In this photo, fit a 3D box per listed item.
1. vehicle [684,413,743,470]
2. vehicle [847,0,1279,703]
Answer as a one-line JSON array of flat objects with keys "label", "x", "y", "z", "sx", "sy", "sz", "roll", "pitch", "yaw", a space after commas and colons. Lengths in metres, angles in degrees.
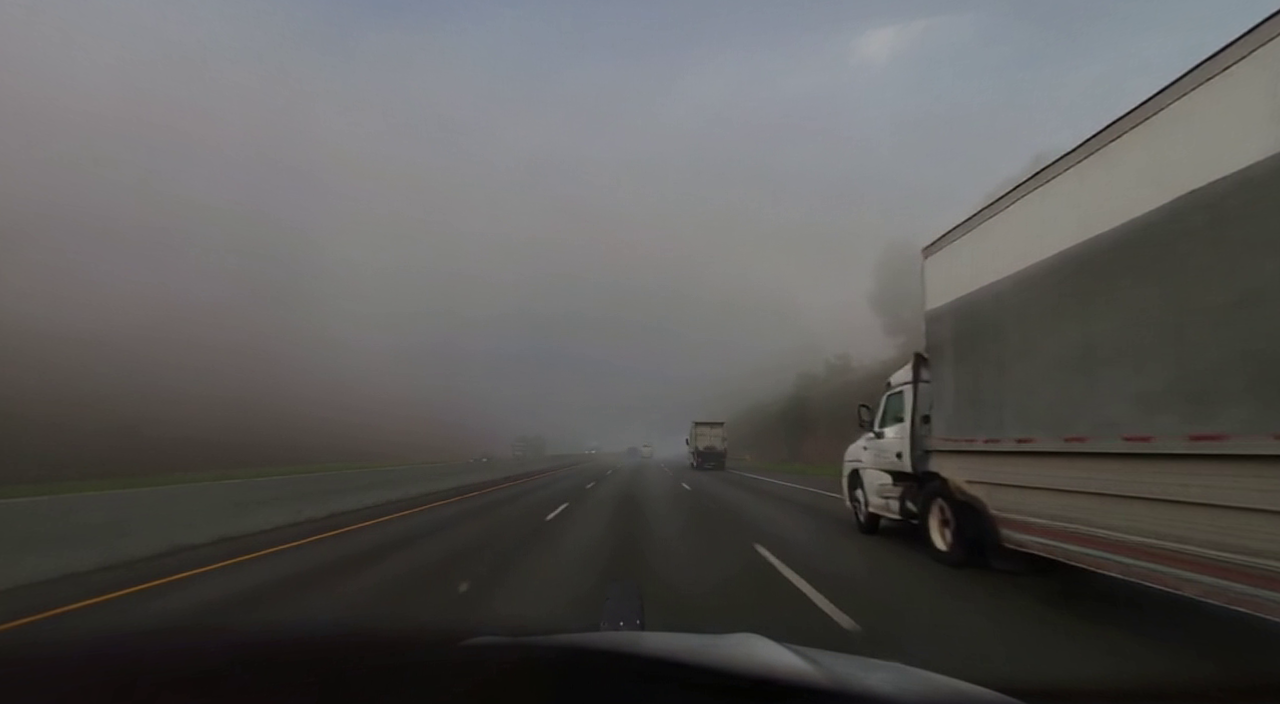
[{"label": "vehicle", "x": 4.570, "y": 5.867, "z": 41.042, "sx": 2.771, "sy": 3.313, "sz": 8.121, "roll": 0, "pitch": -9, "yaw": 0}, {"label": "vehicle", "x": 4.369, "y": -0.085, "z": 3.111, "sx": 3.032, "sy": 3.785, "sz": 10.333, "roll": 0, "pitch": -9, "yaw": -1}]
